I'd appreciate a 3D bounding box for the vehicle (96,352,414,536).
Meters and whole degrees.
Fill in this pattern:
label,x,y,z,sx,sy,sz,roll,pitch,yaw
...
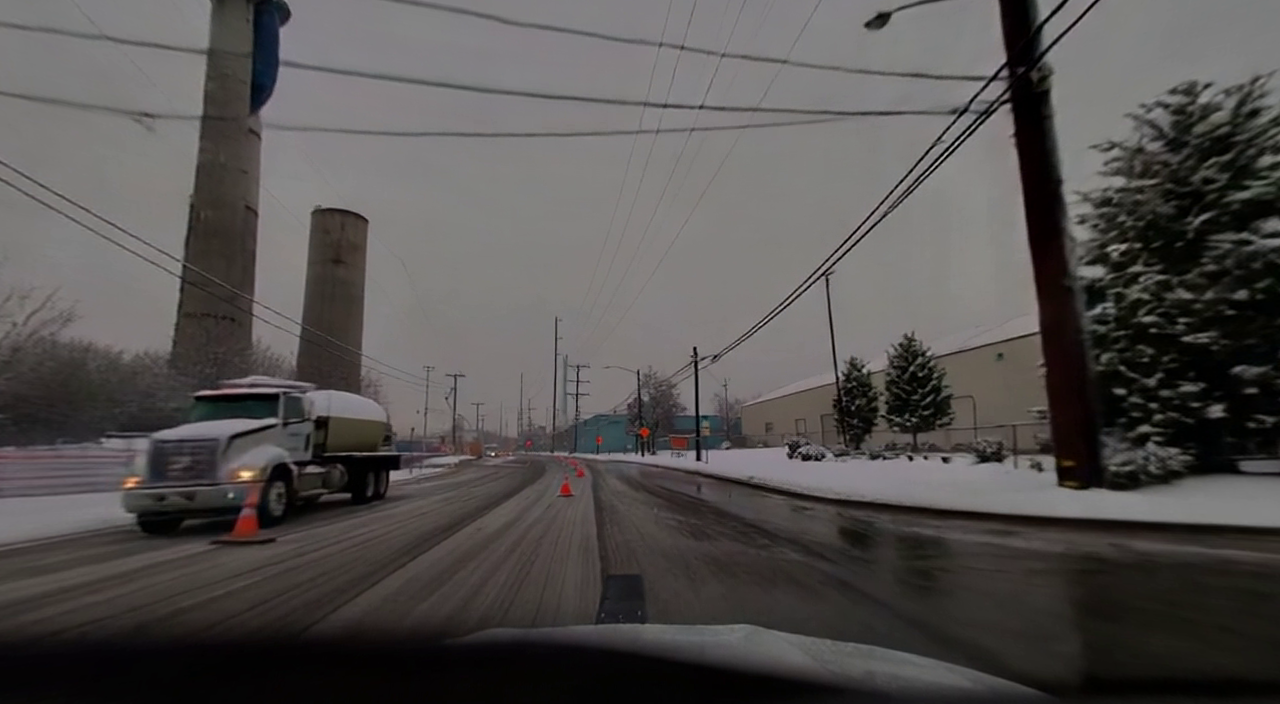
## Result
label,x,y,z,sx,sy,sz,roll,pitch,yaw
vehicle,-8.204,2.216,15.198,2.991,3.173,7.929,-1,-9,-3
